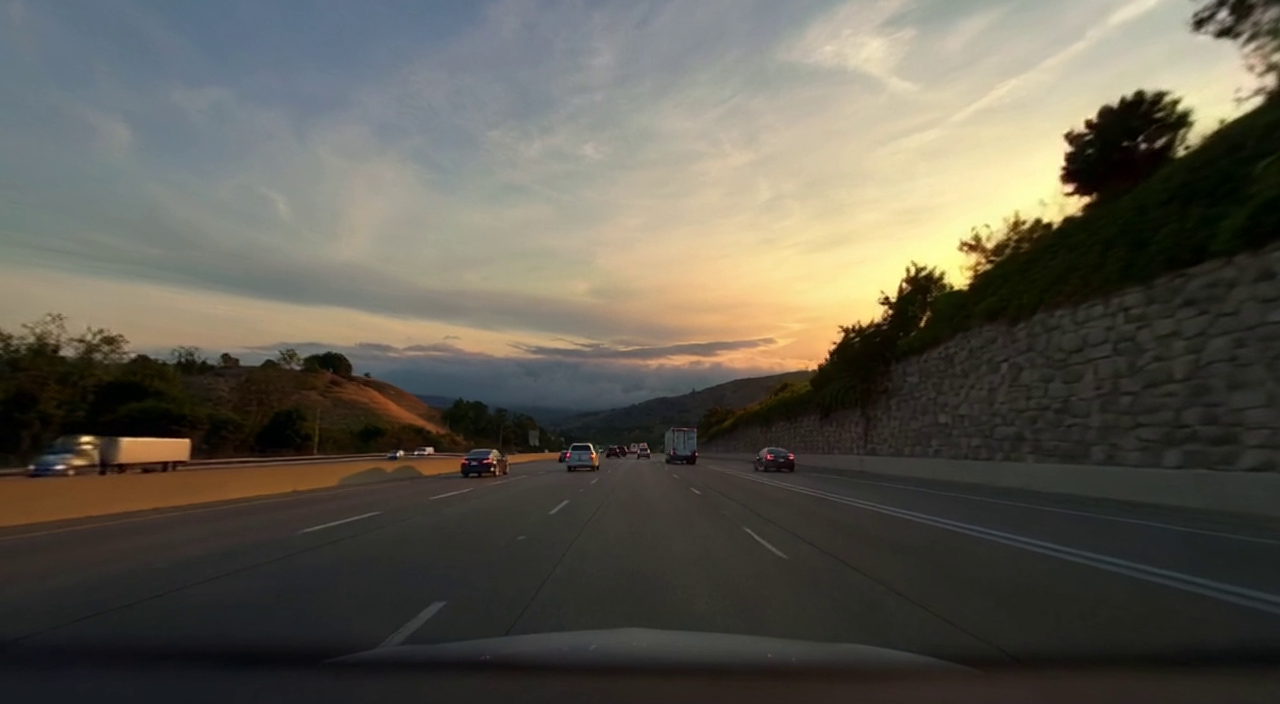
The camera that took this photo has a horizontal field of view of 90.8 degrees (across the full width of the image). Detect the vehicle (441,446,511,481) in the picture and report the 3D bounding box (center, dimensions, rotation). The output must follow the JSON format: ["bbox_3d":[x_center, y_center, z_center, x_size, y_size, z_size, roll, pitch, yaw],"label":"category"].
[{"bbox_3d":[-7.677,5.227,29.996,2.102,1.522,4.394,0,-9,0],"label":"vehicle"}]

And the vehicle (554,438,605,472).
[{"bbox_3d":[-3.859,6.698,41.232,2.720,2.041,5.432,0,-9,1],"label":"vehicle"}]

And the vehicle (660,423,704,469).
[{"bbox_3d":[3.082,7.191,48.333,2.795,3.187,7.205,0,-9,0],"label":"vehicle"}]
